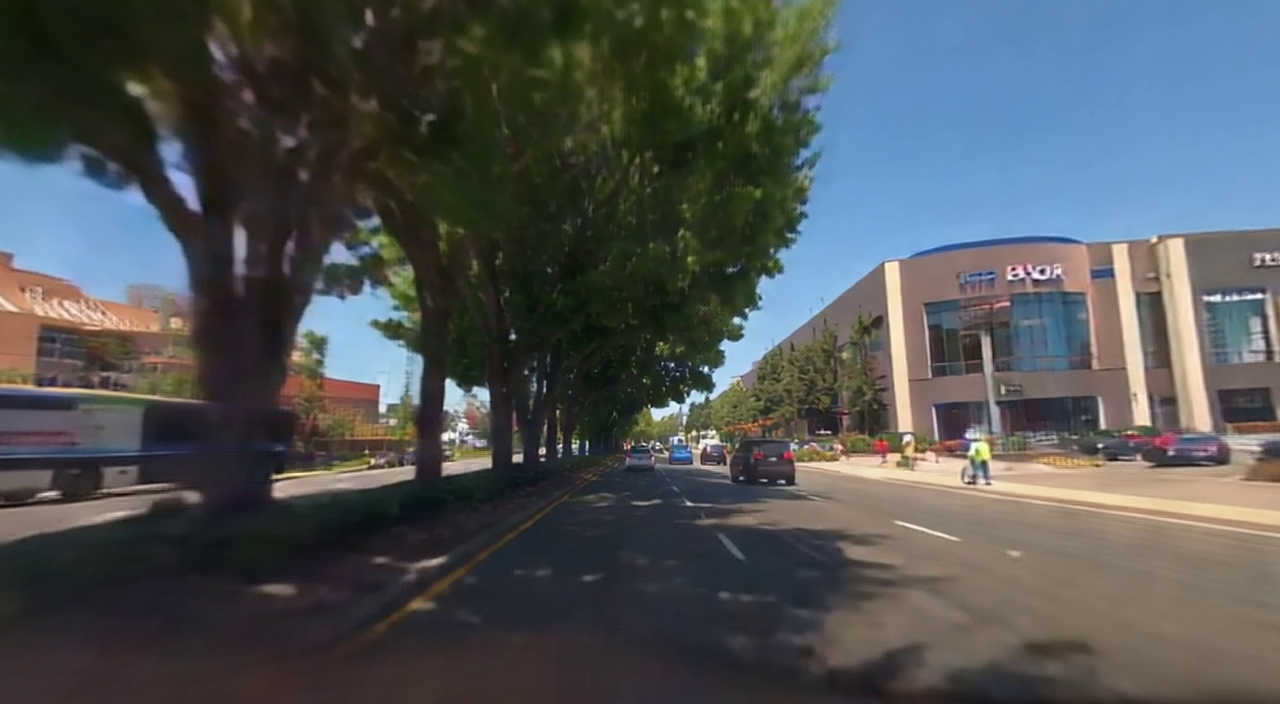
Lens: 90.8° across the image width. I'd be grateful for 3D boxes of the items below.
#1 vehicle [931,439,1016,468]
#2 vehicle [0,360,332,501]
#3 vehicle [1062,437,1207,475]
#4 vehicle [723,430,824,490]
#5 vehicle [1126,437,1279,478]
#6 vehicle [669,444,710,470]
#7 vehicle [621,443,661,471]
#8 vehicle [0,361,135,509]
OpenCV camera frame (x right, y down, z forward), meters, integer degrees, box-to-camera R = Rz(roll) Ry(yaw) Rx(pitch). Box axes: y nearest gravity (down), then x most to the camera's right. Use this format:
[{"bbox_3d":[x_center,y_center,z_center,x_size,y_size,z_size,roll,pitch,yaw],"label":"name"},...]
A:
[{"bbox_3d":[20.904,6.347,39.659,4.162,1.546,2.051,-1,-7,-5],"label":"vehicle"},{"bbox_3d":[-18.879,3.569,27.040,3.207,4.202,16.118,-1,-9,0],"label":"vehicle"},{"bbox_3d":[20.217,4.255,25.946,4.360,1.383,1.960,-1,-8,-3],"label":"vehicle"},{"bbox_3d":[4.404,3.657,21.710,2.140,1.811,4.593,1,-9,-4],"label":"vehicle"},{"bbox_3d":[20.867,3.877,23.352,4.176,1.386,1.865,0,-8,0],"label":"vehicle"},{"bbox_3d":[2.831,6.093,36.865,1.970,1.402,3.756,0,-9,-1],"label":"vehicle"},{"bbox_3d":[0.044,5.666,34.216,2.056,1.440,3.798,0,-9,0],"label":"vehicle"},{"bbox_3d":[-19.106,2.253,17.216,2.999,4.017,8.806,0,-9,2],"label":"vehicle"}]
